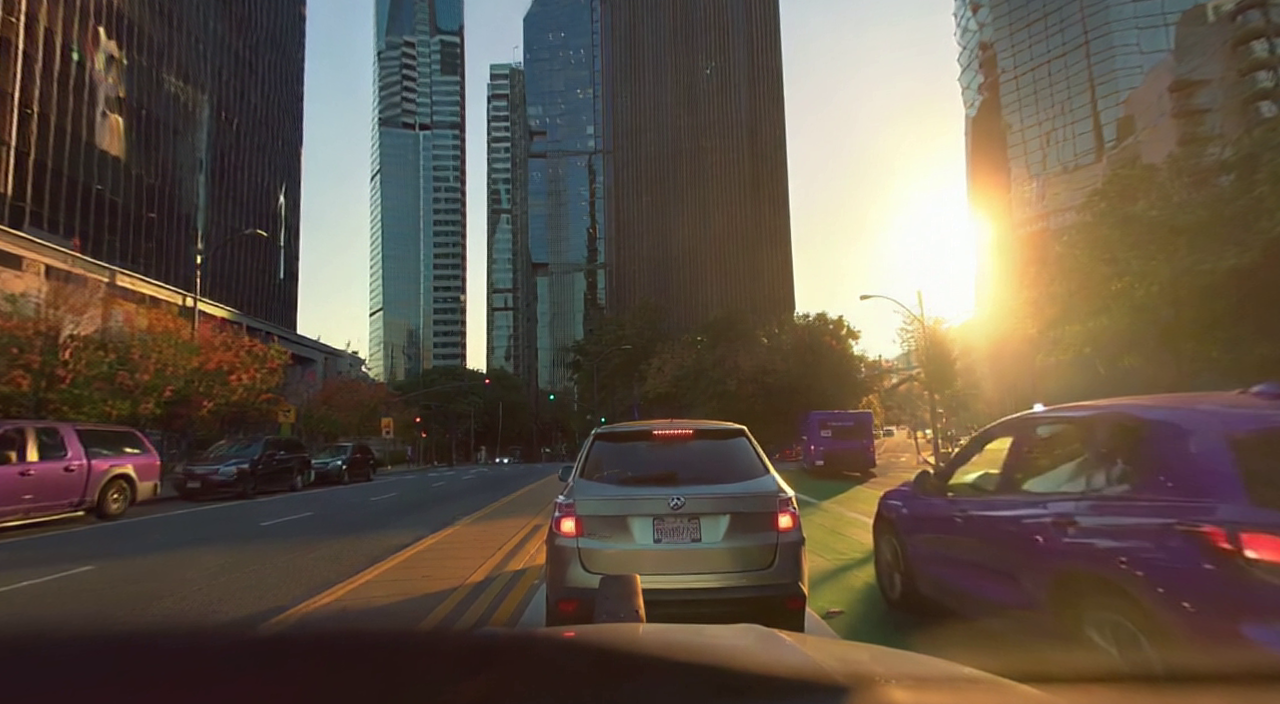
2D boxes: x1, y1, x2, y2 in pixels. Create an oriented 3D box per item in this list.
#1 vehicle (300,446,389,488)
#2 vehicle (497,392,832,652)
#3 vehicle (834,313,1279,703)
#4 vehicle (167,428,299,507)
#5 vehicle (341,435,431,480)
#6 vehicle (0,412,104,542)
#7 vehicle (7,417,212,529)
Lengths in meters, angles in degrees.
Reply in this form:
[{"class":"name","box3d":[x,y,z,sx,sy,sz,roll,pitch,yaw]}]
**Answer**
[{"class":"vehicle","box3d":[-11.576,4.499,25.091,1.791,1.463,4.210,0,-9,-4]},{"class":"vehicle","box3d":[0.208,1.422,6.303,2.192,1.695,4.142,0,-8,1]},{"class":"vehicle","box3d":[2.934,1.004,3.589,2.097,1.697,5.065,0,-8,1]},{"class":"vehicle","box3d":[-11.218,3.169,17.699,1.559,1.973,3.419,1,-9,-5]},{"class":"vehicle","box3d":[-12.093,5.062,30.601,2.338,1.963,5.740,0,-9,-4]},{"class":"vehicle","box3d":[-10.485,1.918,9.727,1.543,1.946,3.454,1,-9,-6]},{"class":"vehicle","box3d":[-10.861,2.459,13.288,1.482,2.019,3.297,0,-9,-4]}]
